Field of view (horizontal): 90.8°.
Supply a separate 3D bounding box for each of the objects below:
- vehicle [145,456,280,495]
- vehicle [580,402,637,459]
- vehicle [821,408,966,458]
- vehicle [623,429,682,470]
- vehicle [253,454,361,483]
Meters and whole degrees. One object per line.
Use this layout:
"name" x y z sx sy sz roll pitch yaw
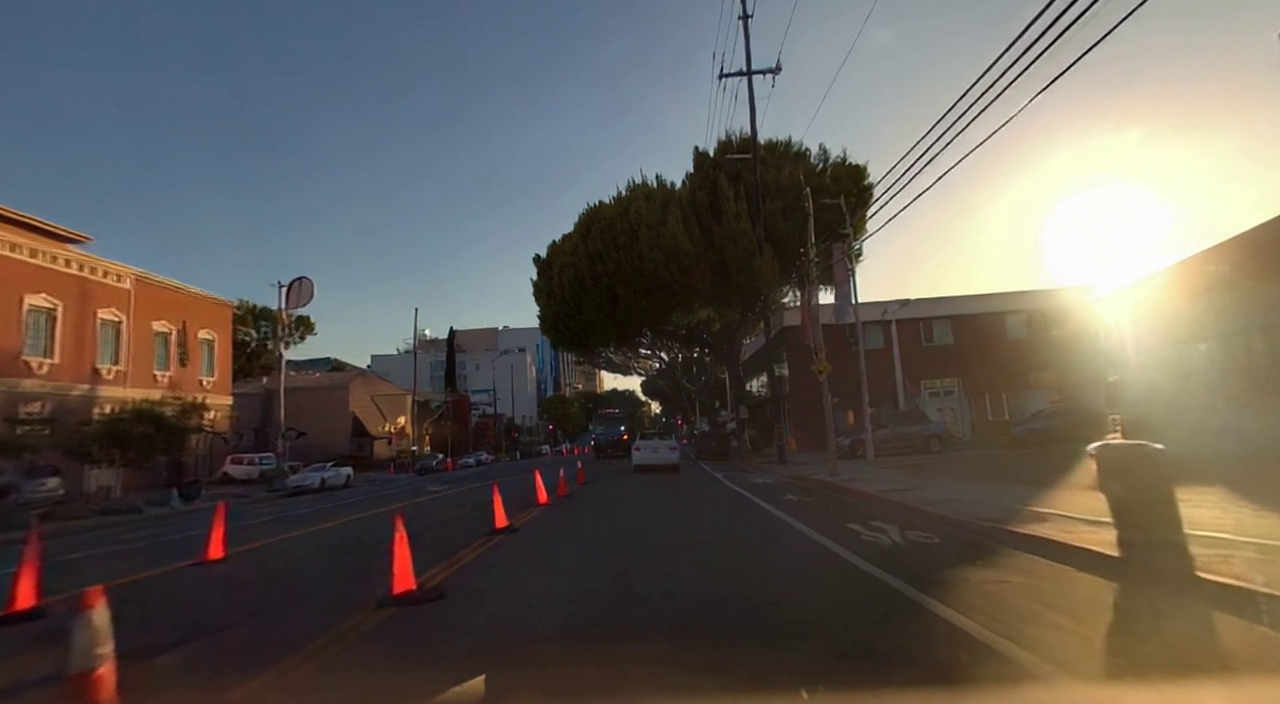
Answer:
"vehicle" -19.678 5.680 29.245 4.696 1.513 2.243 -1 -7 3
"vehicle" -1.828 5.312 42.931 2.977 3.271 12.748 0 -7 1
"vehicle" 10.200 3.288 25.708 4.859 1.914 2.333 0 -7 -4
"vehicle" 0.520 3.845 25.390 2.159 1.506 4.086 0 -7 2
"vehicle" -18.763 6.543 35.690 4.952 1.510 2.115 -1 -7 5
